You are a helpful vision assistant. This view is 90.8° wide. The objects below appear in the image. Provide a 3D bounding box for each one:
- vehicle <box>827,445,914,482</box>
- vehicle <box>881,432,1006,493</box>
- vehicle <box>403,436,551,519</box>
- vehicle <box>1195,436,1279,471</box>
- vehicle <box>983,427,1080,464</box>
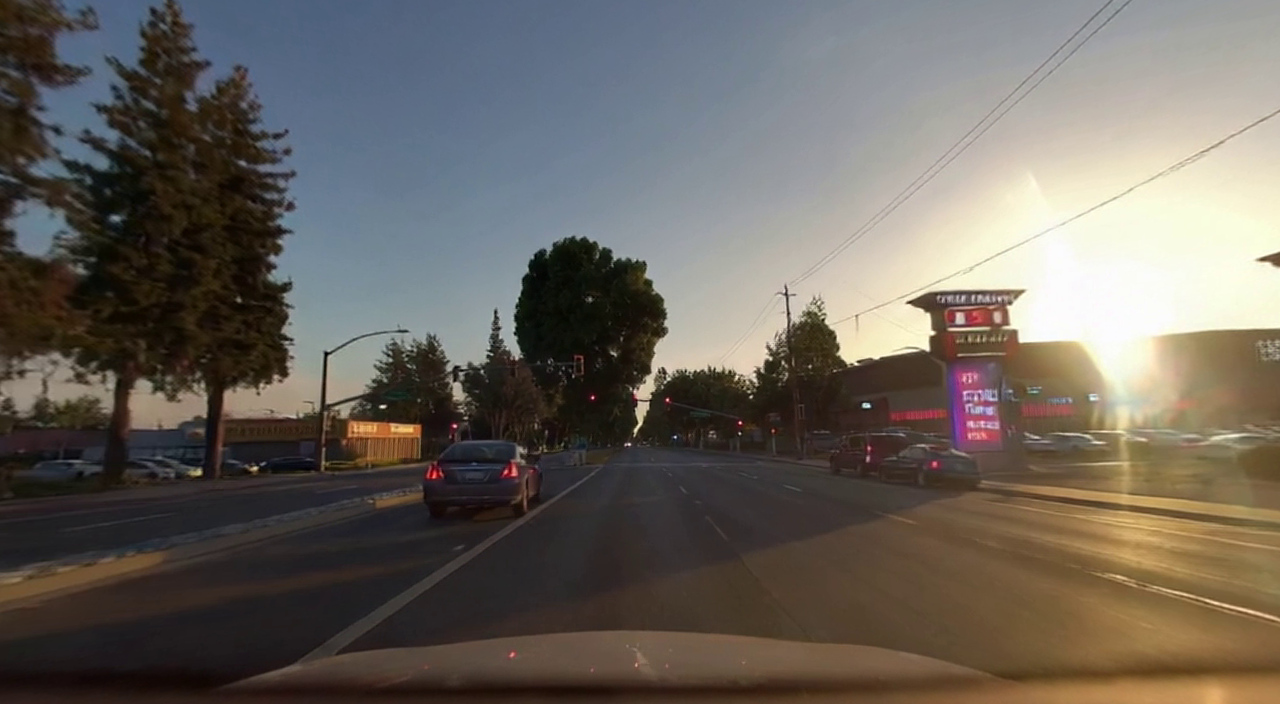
[{"bbox_3d":[10.158,4.928,28.258,1.987,1.487,4.753,0,-8,-2],"label":"vehicle"},{"bbox_3d":[10.337,3.776,22.026,1.998,1.862,4.658,0,-8,0],"label":"vehicle"},{"bbox_3d":[-3.202,2.538,13.335,2.185,1.473,3.925,0,-8,-2],"label":"vehicle"},{"bbox_3d":[28.878,4.703,29.463,1.891,1.504,4.551,0,-8,1],"label":"vehicle"},{"bbox_3d":[26.766,6.434,43.642,2.320,2.321,7.026,0,-8,1],"label":"vehicle"}]
